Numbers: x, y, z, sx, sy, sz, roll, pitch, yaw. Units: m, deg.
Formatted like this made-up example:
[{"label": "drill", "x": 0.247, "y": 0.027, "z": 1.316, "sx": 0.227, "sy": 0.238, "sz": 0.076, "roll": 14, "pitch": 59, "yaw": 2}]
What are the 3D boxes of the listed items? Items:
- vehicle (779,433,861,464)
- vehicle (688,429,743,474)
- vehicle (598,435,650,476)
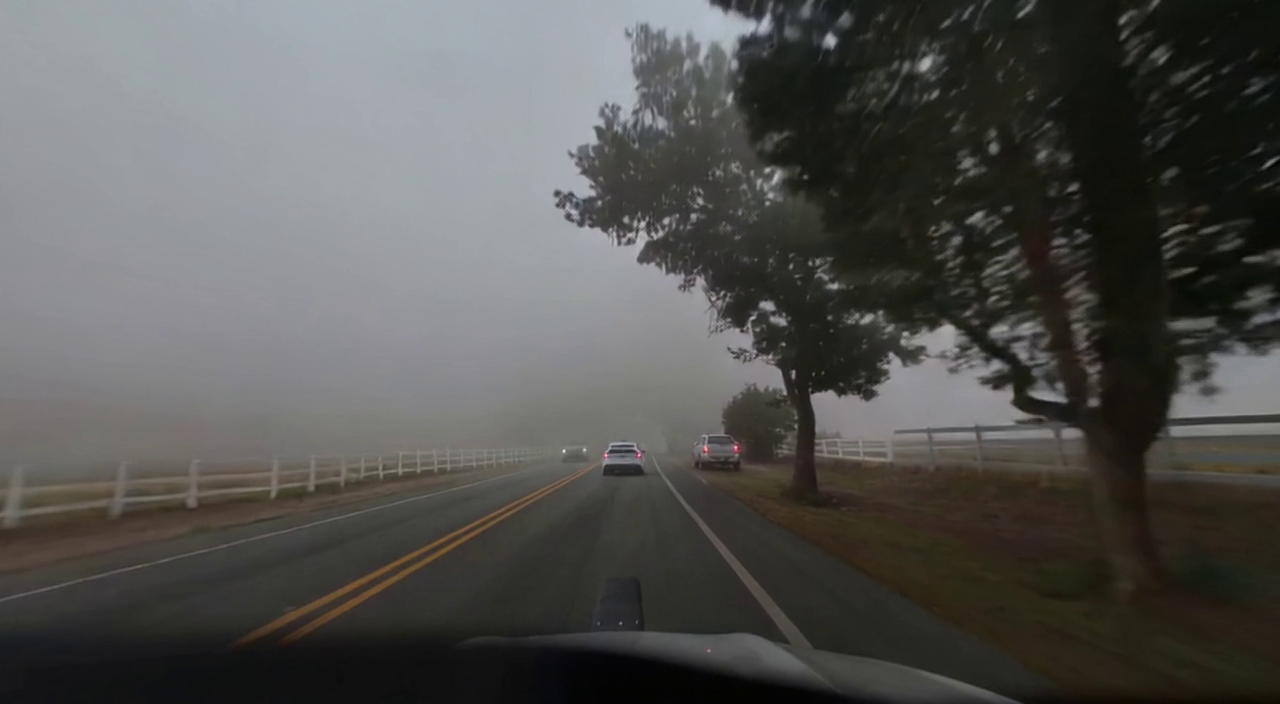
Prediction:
[{"label": "vehicle", "x": 9.702, "y": 5.267, "z": 34.436, "sx": 1.975, "sy": 1.545, "sz": 4.333, "roll": 3, "pitch": -9, "yaw": -22}, {"label": "vehicle", "x": 3.559, "y": 4.747, "z": 30.287, "sx": 2.348, "sy": 1.969, "sz": 5.269, "roll": -1, "pitch": -9, "yaw": 5}, {"label": "vehicle", "x": -0.662, "y": 4.613, "z": 28.334, "sx": 2.158, "sy": 1.669, "sz": 4.006, "roll": 0, "pitch": -8, "yaw": 0}]
